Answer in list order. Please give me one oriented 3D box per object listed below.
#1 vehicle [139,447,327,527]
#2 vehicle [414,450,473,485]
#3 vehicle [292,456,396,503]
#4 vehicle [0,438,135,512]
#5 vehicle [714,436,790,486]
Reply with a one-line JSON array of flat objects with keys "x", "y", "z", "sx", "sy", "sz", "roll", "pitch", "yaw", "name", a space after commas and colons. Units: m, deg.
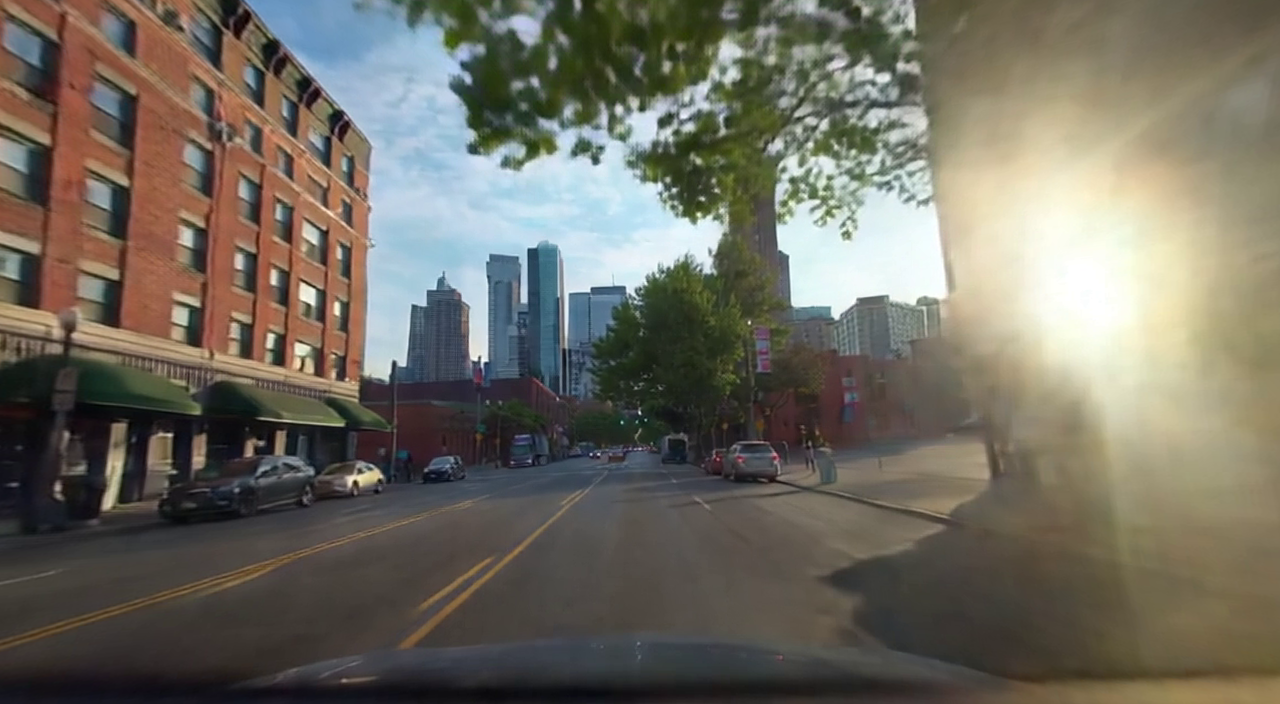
[{"x": -11.344, "y": 3.719, "z": 18.273, "sx": 1.970, "sy": 1.828, "sz": 5.519, "roll": -3, "pitch": -8, "yaw": -2, "name": "vehicle"}, {"x": -11.239, "y": 6.640, "z": 36.424, "sx": 2.039, "sy": 1.770, "sz": 4.445, "roll": -3, "pitch": -9, "yaw": -1, "name": "vehicle"}, {"x": -11.356, "y": 4.903, "z": 24.581, "sx": 2.007, "sy": 1.511, "sz": 4.280, "roll": -4, "pitch": -10, "yaw": 0, "name": "vehicle"}, {"x": -18.529, "y": 3.746, "z": 19.869, "sx": 4.675, "sy": 1.985, "sz": 2.189, "roll": -4, "pitch": -7, "yaw": 25, "name": "vehicle"}, {"x": 4.662, "y": 4.649, "z": 27.242, "sx": 2.237, "sy": 1.908, "sz": 5.320, "roll": 0, "pitch": -9, "yaw": -1, "name": "vehicle"}]
